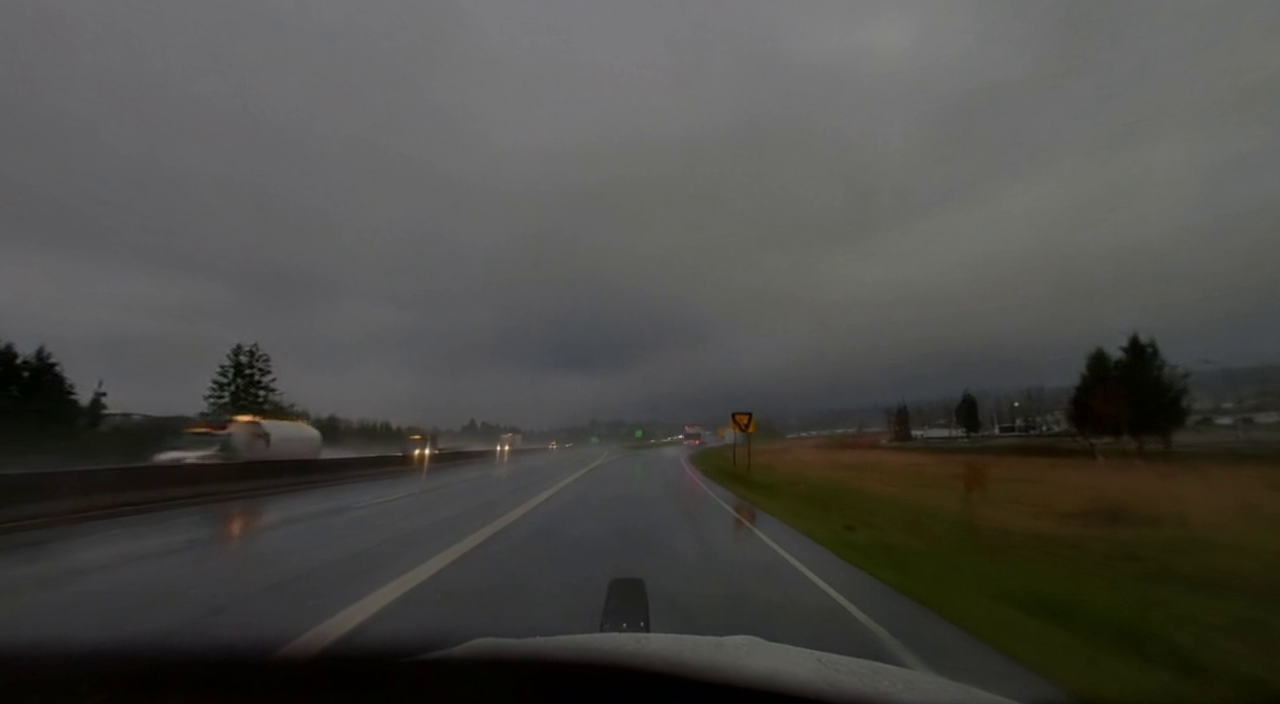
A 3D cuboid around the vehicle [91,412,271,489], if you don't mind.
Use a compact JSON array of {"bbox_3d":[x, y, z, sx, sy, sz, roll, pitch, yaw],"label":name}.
[{"bbox_3d":[-16.690,3.642,23.388,2.414,2.495,5.613,0,-9,0],"label":"vehicle"}]
